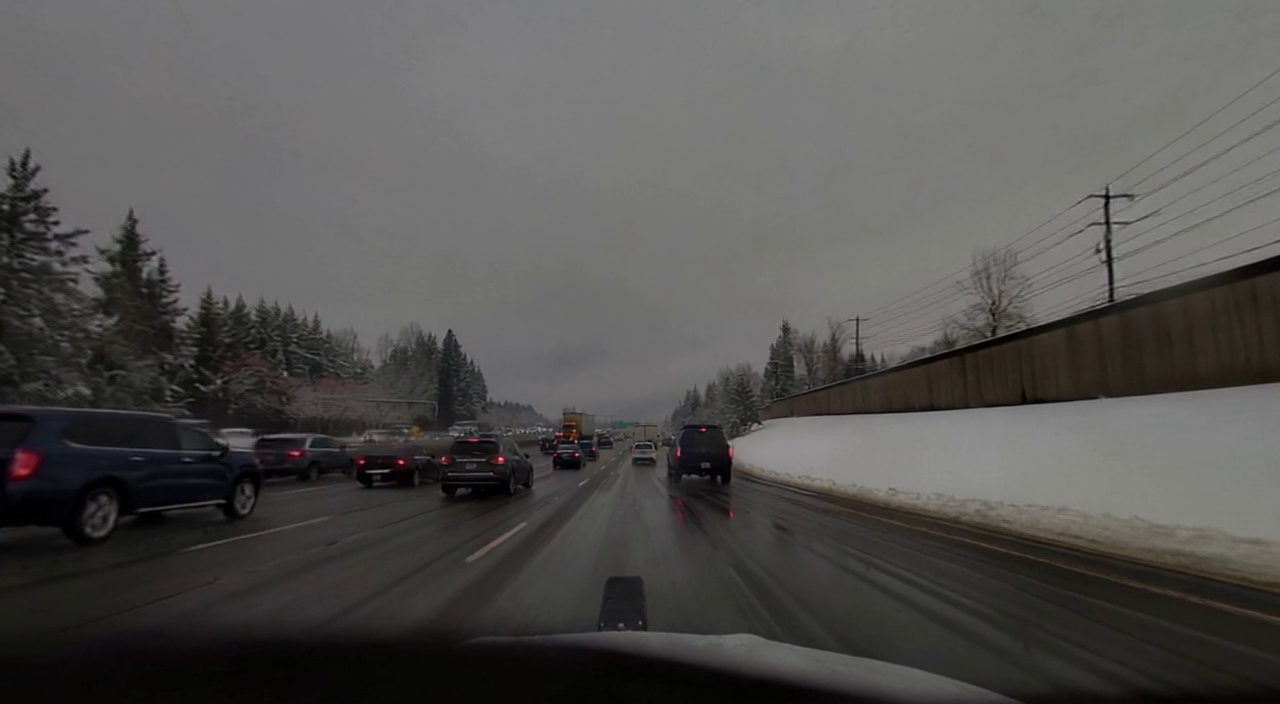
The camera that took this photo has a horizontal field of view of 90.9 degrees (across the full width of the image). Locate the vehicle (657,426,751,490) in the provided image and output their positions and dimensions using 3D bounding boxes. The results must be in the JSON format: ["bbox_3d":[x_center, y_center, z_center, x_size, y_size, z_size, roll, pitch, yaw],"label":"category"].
[{"bbox_3d":[2.232,3.992,24.197,2.793,2.132,5.682,0,-8,-3],"label":"vehicle"}]

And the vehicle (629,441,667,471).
[{"bbox_3d":[0.417,5.976,36.467,2.092,1.671,3.889,0,-8,-1],"label":"vehicle"}]

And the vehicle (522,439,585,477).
[{"bbox_3d":[-3.723,4.671,28.043,2.049,1.530,4.707,0,-8,1],"label":"vehicle"}]

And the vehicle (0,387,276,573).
[{"bbox_3d":[-7.403,1.588,8.447,2.222,1.825,4.640,0,-8,0],"label":"vehicle"}]

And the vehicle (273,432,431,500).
[{"bbox_3d":[-7.350,2.950,16.772,1.985,1.529,4.710,0,-8,0],"label":"vehicle"}]

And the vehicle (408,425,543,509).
[{"bbox_3d":[-3.764,2.711,15.365,2.026,1.719,4.490,0,-8,0],"label":"vehicle"}]
